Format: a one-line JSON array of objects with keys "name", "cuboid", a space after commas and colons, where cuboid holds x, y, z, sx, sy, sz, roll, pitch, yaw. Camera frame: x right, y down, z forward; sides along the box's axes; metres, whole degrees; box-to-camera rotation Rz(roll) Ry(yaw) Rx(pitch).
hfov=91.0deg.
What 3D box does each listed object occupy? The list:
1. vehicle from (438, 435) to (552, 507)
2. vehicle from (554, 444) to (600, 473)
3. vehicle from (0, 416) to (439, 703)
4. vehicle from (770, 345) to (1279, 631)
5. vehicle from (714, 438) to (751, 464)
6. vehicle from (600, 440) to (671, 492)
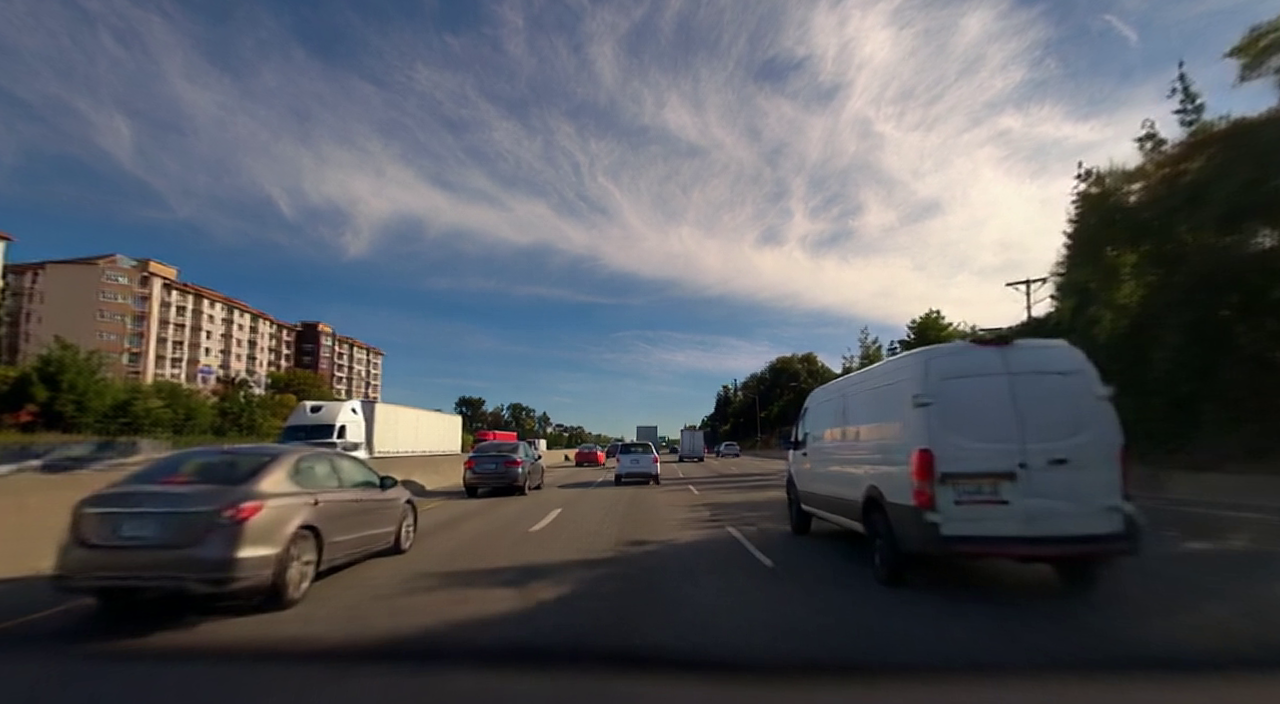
[{"name": "vehicle", "cuboid": [-3.586, 3.017, 16.408, 1.956, 1.602, 4.258, 0, -9, 0]}, {"name": "vehicle", "cuboid": [-3.339, 5.770, 34.206, 2.062, 1.459, 4.365, 0, -9, 0]}, {"name": "vehicle", "cuboid": [-3.579, 1.415, 5.510, 2.098, 1.463, 4.578, 0, -9, 0]}, {"name": "vehicle", "cuboid": [3.402, 1.403, 7.460, 2.460, 2.086, 5.576, 0, -9, -1]}, {"name": "vehicle", "cuboid": [6.690, 7.237, 46.048, 1.992, 1.745, 4.329, 0, -9, -1]}, {"name": "vehicle", "cuboid": [-0.152, 3.595, 20.119, 2.053, 1.461, 3.941, 0, -9, -1]}]
